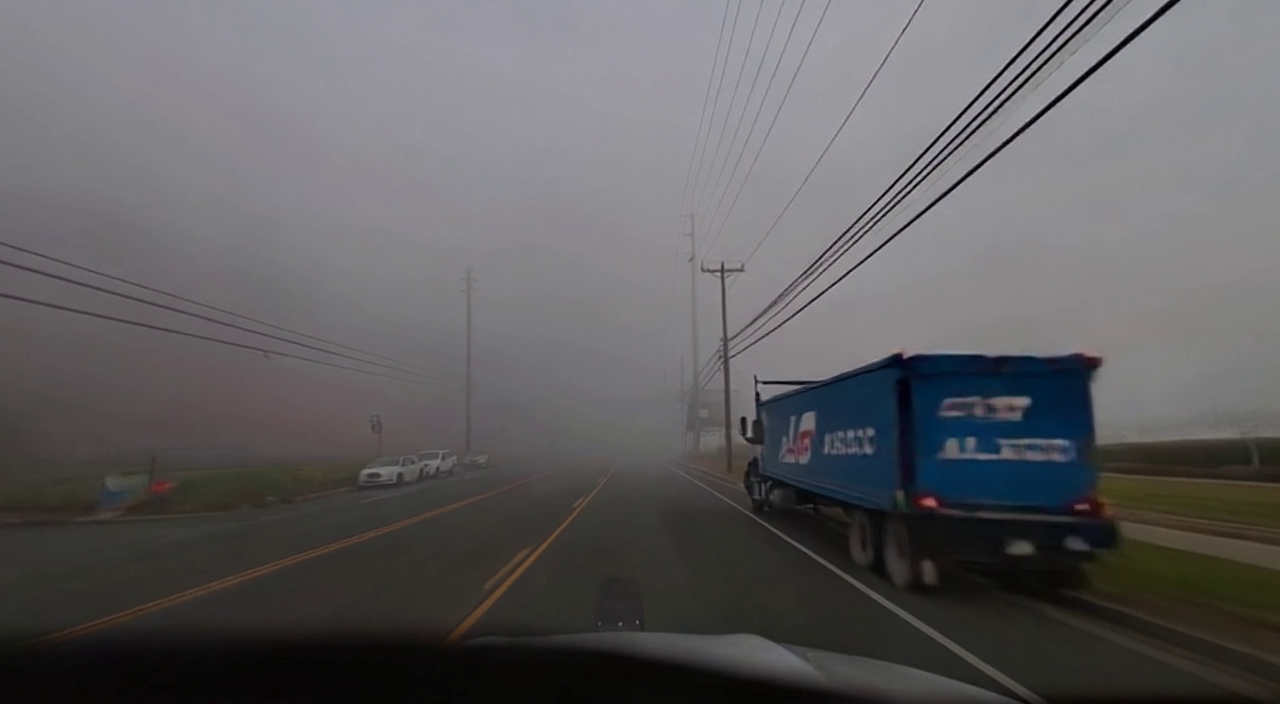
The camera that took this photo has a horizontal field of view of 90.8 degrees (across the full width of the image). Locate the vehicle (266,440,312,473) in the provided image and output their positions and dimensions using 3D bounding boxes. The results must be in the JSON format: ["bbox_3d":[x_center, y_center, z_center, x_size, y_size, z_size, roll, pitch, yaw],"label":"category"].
[{"bbox_3d":[-21.526,6.403,38.894,1.954,1.868,4.977,3,-9,-24],"label":"vehicle"}]

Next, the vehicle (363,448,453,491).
[{"bbox_3d":[-8.833,4.502,24.517,1.939,1.480,4.632,0,-9,-3],"label":"vehicle"}]

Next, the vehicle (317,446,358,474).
[{"bbox_3d":[-18.946,6.785,39.715,1.795,1.535,4.163,0,-9,-18],"label":"vehicle"}]

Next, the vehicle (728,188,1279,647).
[{"bbox_3d":[3.690,1.030,8.977,3.168,3.106,9.350,0,-8,-2],"label":"vehicle"}]
